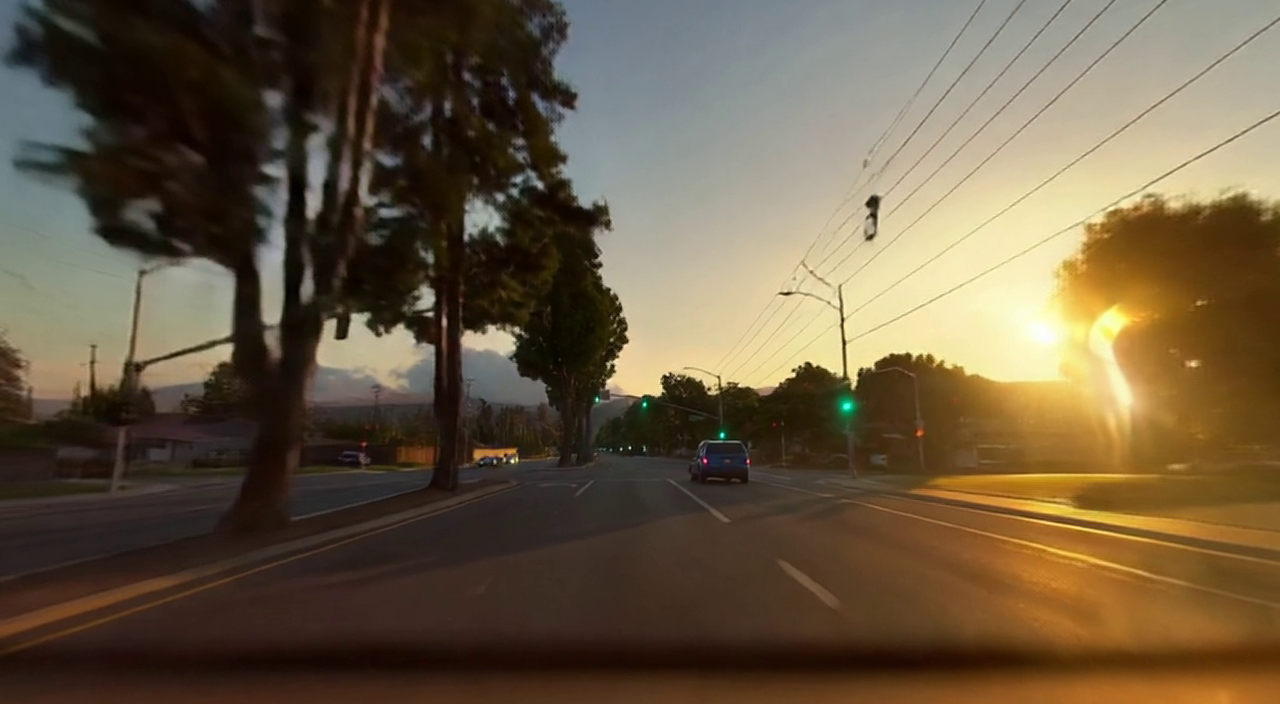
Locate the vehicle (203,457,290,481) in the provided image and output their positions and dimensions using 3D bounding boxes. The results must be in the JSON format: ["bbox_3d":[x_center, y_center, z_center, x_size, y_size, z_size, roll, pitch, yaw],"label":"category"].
[{"bbox_3d":[-26.348,7.847,42.314,4.447,1.499,1.984,0,-8,0],"label":"vehicle"}]

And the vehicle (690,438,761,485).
[{"bbox_3d":[3.499,4.578,26.775,2.240,1.781,4.433,0,-8,-2],"label":"vehicle"}]
